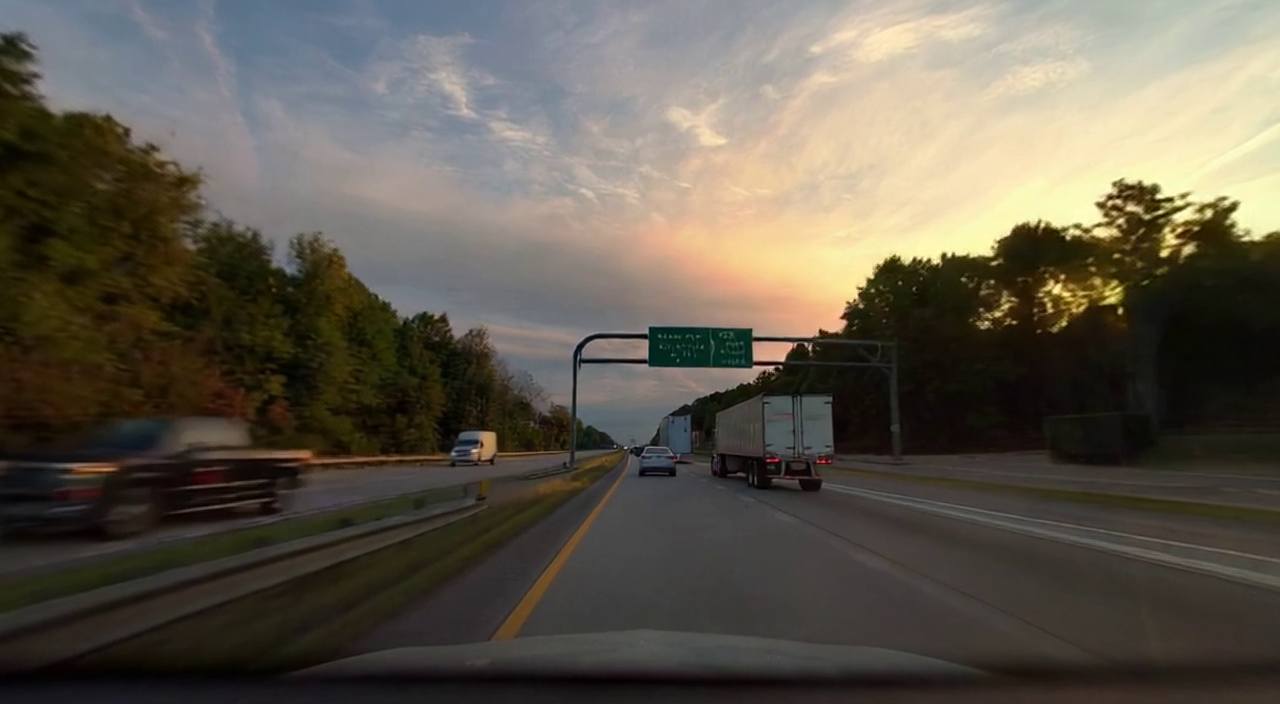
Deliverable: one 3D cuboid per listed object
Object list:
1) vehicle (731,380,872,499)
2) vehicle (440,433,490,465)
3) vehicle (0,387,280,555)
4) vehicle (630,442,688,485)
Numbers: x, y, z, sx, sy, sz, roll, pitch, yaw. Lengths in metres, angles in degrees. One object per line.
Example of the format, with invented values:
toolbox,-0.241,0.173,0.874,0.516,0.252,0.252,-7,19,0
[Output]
vehicle,5.000,2.984,21.275,2.600,3.282,7.635,0,-9,-1
vehicle,-11.744,6.560,42.604,2.056,2.054,4.765,0,-9,0
vehicle,-7.580,1.635,9.177,2.015,1.839,4.385,0,-9,0
vehicle,0.656,4.334,24.835,2.069,1.523,4.012,0,-9,-1
